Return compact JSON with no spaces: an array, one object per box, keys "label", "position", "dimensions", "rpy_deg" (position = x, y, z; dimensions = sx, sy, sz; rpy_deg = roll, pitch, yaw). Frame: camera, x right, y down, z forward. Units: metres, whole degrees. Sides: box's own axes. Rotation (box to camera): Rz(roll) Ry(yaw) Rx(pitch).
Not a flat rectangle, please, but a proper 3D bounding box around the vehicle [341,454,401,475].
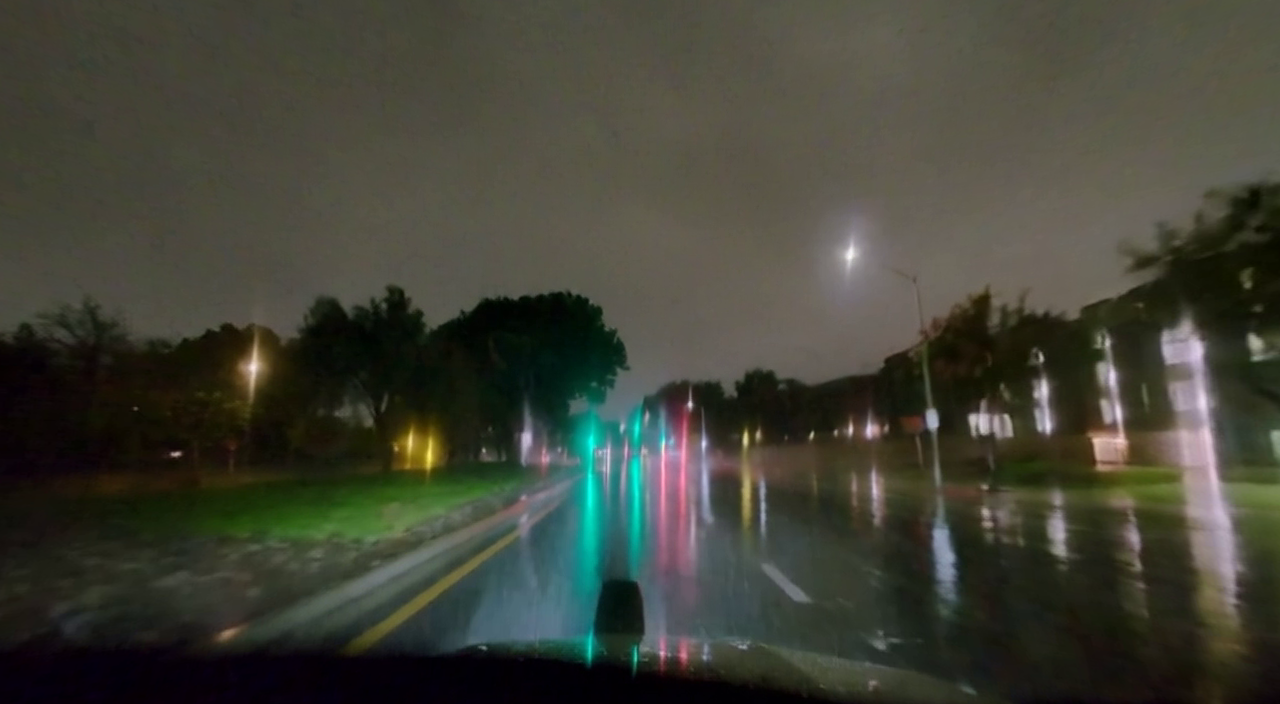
[{"label":"vehicle","position":[-19.098,7.985,45.005],"dimensions":[2.637,1.401,3.741],"rpy_deg":[1,-9,0]}]
